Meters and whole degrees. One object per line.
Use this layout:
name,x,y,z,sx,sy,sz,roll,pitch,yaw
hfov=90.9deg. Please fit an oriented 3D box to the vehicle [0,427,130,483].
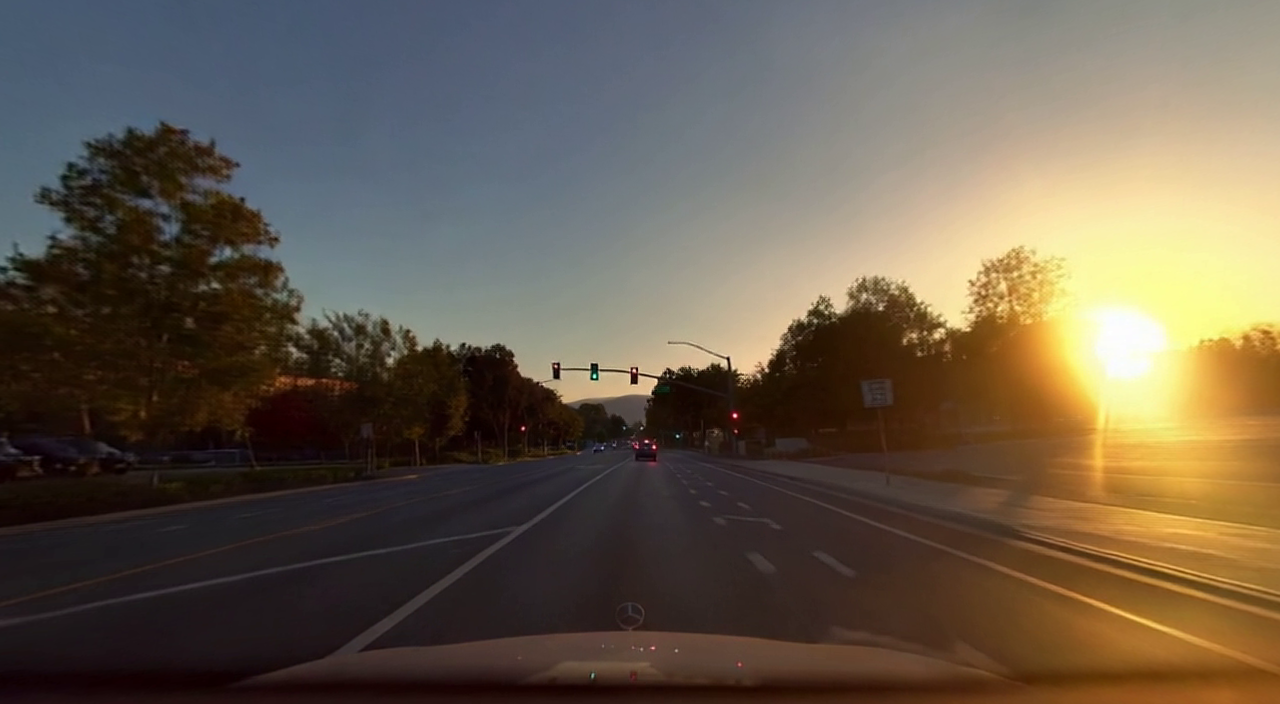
vehicle,-38.397,6.674,41.055,7.489,3.516,2.773,0,-9,-3
